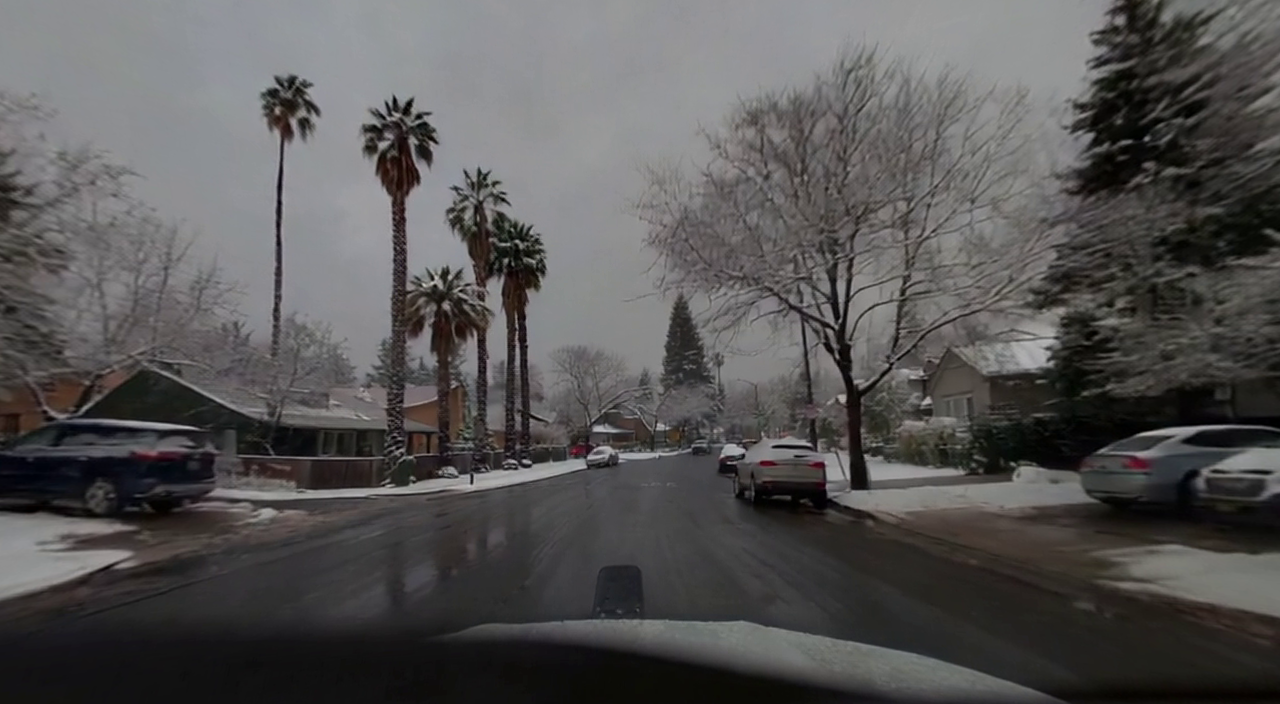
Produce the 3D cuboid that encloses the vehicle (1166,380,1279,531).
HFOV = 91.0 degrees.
[{"bbox_3d":[9.815,1.223,7.768,4.478,1.705,2.050,-3,-16,3],"label":"vehicle"}]

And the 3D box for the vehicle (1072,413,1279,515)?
[{"bbox_3d":[9.968,1.796,10.378,4.220,1.492,1.924,-1,-8,1],"label":"vehicle"}]

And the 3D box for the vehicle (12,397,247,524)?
[{"bbox_3d":[-13.320,2.720,16.280,6.773,2.680,2.459,-6,-9,32],"label":"vehicle"}]

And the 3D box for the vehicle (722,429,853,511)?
[{"bbox_3d":[3.636,2.993,16.622,2.197,1.816,4.845,0,-8,-1],"label":"vehicle"}]
